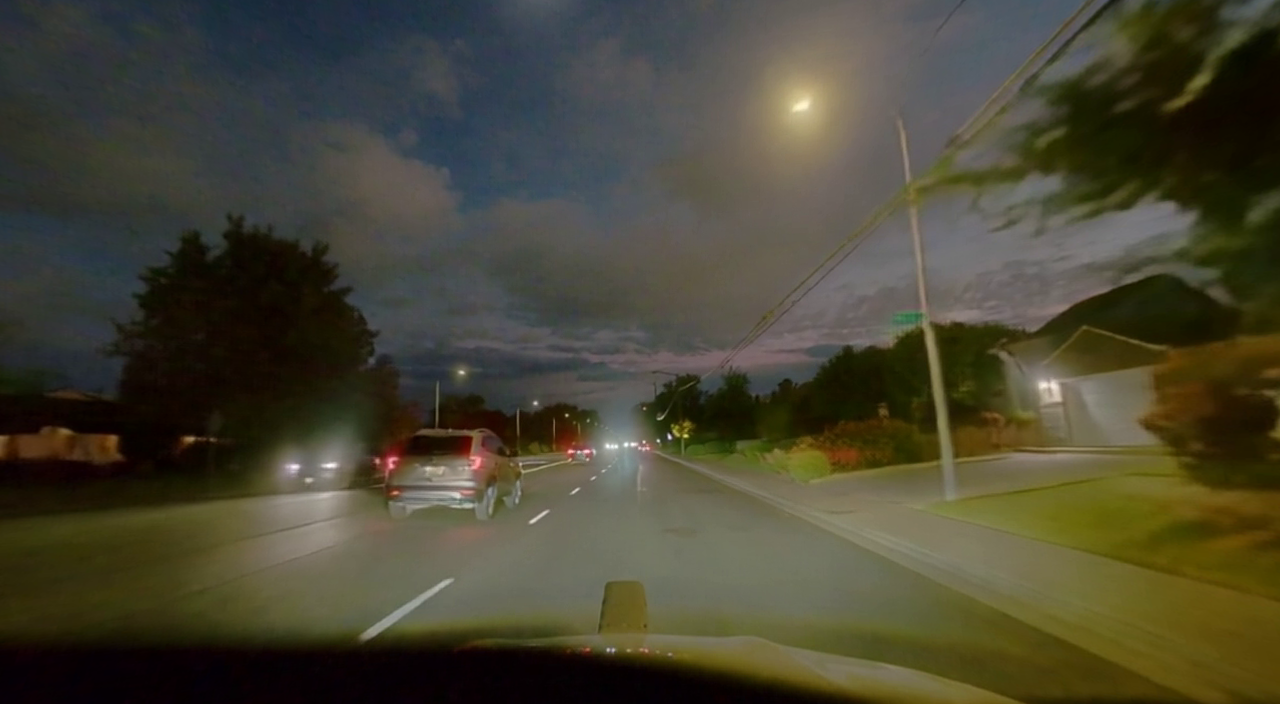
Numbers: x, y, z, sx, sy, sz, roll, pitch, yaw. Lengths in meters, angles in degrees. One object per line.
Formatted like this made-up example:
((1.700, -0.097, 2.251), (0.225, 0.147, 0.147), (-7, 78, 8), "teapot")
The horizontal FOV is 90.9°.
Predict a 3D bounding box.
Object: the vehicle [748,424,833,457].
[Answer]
((9.674, 5.701, 40.678), (4.944, 2.023, 1.973), (0, -8, -1), "vehicle")

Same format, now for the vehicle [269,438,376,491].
((-12.162, 4.315, 24.513), (1.968, 1.799, 4.377), (-2, -8, -2), "vehicle")

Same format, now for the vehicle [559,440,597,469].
((-3.428, 5.764, 35.436), (1.802, 1.528, 3.490), (0, -8, 0), "vehicle")

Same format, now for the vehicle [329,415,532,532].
((-3.586, 2.183, 11.900), (2.190, 1.766, 4.394), (0, -8, 2), "vehicle")
